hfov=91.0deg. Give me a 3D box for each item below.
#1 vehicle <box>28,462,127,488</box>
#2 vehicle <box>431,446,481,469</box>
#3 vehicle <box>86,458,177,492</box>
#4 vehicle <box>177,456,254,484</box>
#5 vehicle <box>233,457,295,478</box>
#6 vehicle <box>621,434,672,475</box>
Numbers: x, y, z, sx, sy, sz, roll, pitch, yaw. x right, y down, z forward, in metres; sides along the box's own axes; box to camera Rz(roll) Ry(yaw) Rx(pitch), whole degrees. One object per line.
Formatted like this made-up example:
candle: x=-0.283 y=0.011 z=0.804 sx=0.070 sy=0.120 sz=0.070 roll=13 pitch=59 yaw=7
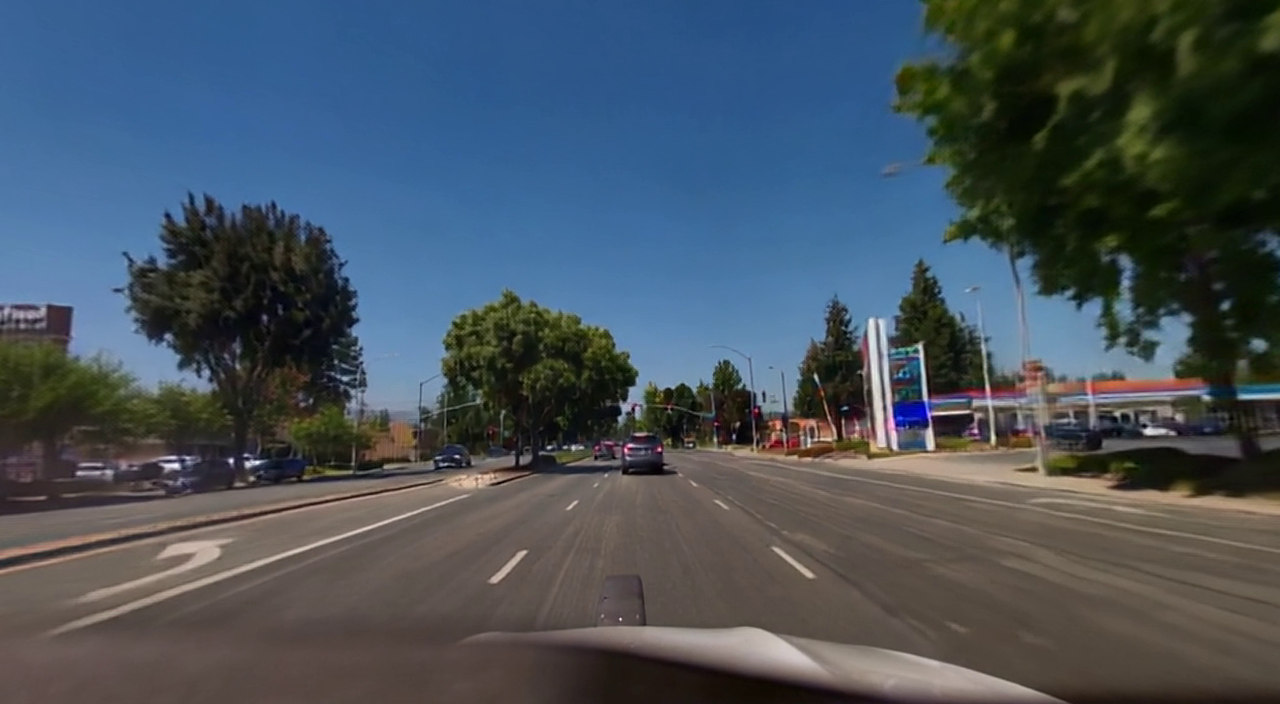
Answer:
vehicle: x=-38.238 y=8.353 z=42.945 sx=4.536 sy=1.613 sz=2.000 roll=4 pitch=-9 yaw=-25
vehicle: x=-12.355 y=7.113 z=42.605 sx=1.911 sy=1.489 sz=4.423 roll=-1 pitch=-8 yaw=2
vehicle: x=-28.052 y=6.702 z=34.689 sx=4.662 sy=1.677 sz=2.026 roll=-5 pitch=-9 yaw=27
vehicle: x=-28.088 y=7.748 z=41.623 sx=4.428 sy=1.708 sz=1.952 roll=-4 pitch=-9 yaw=21
vehicle: x=-28.560 y=8.754 z=47.774 sx=4.538 sy=1.469 sz=1.912 roll=-5 pitch=-10 yaw=29
vehicle: x=0.288 y=4.743 z=29.317 sx=2.213 sy=1.715 sz=4.242 roll=0 pitch=-9 yaw=0
